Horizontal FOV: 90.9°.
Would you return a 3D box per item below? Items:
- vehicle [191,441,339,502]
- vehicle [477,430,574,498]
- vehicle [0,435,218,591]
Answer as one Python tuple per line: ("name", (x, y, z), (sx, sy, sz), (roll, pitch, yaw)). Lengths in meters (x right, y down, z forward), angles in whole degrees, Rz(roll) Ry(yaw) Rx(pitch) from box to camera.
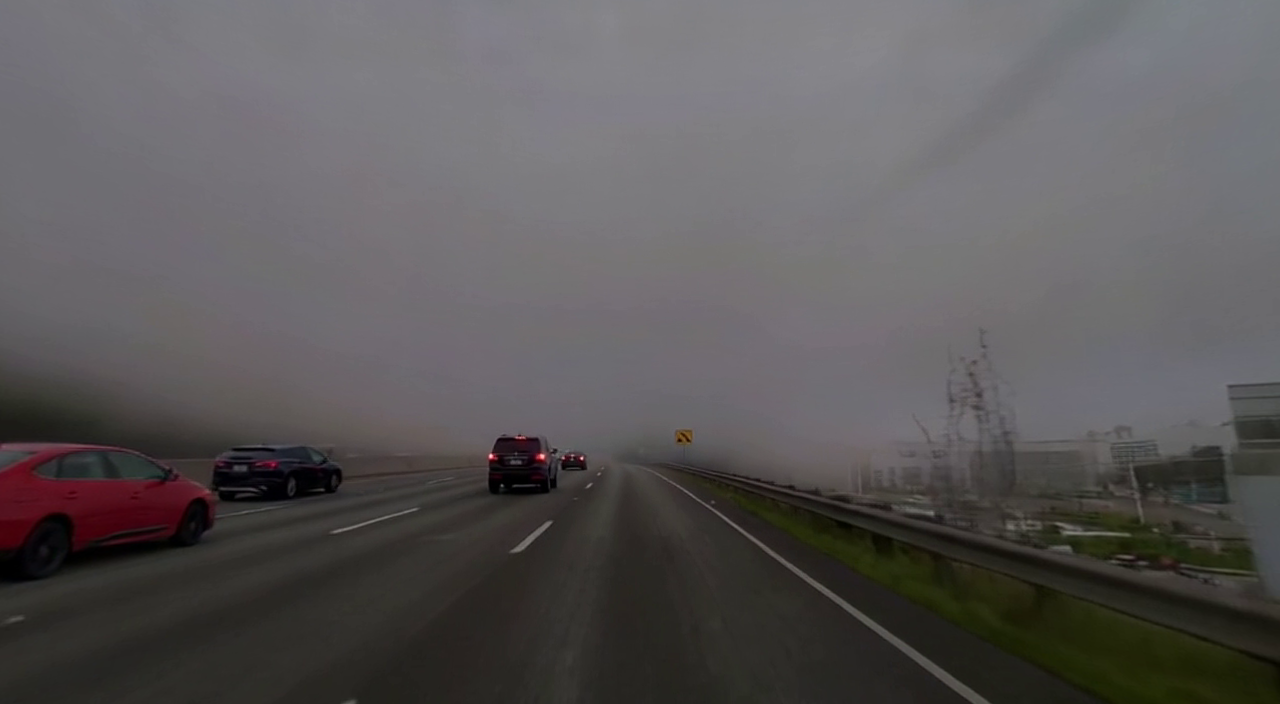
("vehicle", (-11.424, 3.631, 19.655), (1.919, 1.665, 4.394), (0, -8, -1))
("vehicle", (-3.678, 3.689, 21.363), (2.301, 1.985, 5.247), (0, -8, 0))
("vehicle", (-7.144, 1.778, 7.573), (1.796, 1.509, 3.393), (0, -8, -1))
